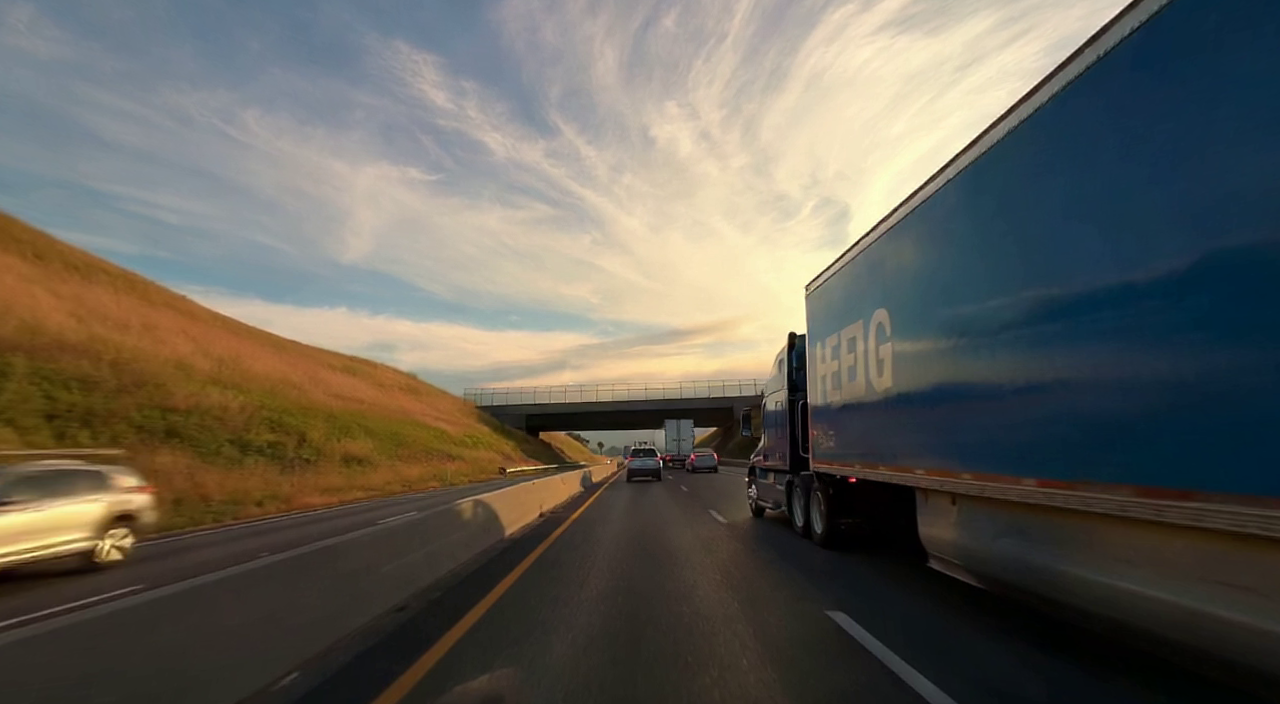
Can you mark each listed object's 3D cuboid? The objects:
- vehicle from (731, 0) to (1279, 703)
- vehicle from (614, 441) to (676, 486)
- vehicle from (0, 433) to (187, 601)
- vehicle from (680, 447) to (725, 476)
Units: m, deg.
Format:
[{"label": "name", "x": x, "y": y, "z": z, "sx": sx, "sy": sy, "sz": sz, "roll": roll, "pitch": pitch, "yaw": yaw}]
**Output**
[{"label": "vehicle", "x": 3.164, "y": 0.054, "z": 4.850, "sx": 2.870, "sy": 4.056, "sz": 14.250, "roll": -1, "pitch": -9, "yaw": 0}, {"label": "vehicle", "x": 0.191, "y": 4.410, "z": 25.200, "sx": 2.256, "sy": 1.615, "sz": 4.114, "roll": -1, "pitch": -9, "yaw": 0}, {"label": "vehicle", "x": -7.529, "y": 1.739, "z": 6.751, "sx": 2.027, "sy": 1.689, "sz": 4.372, "roll": -1, "pitch": -9, "yaw": 1}, {"label": "vehicle", "x": 3.401, "y": 6.059, "z": 35.078, "sx": 1.972, "sy": 1.505, "sz": 3.946, "roll": 0, "pitch": -9, "yaw": -1}]
